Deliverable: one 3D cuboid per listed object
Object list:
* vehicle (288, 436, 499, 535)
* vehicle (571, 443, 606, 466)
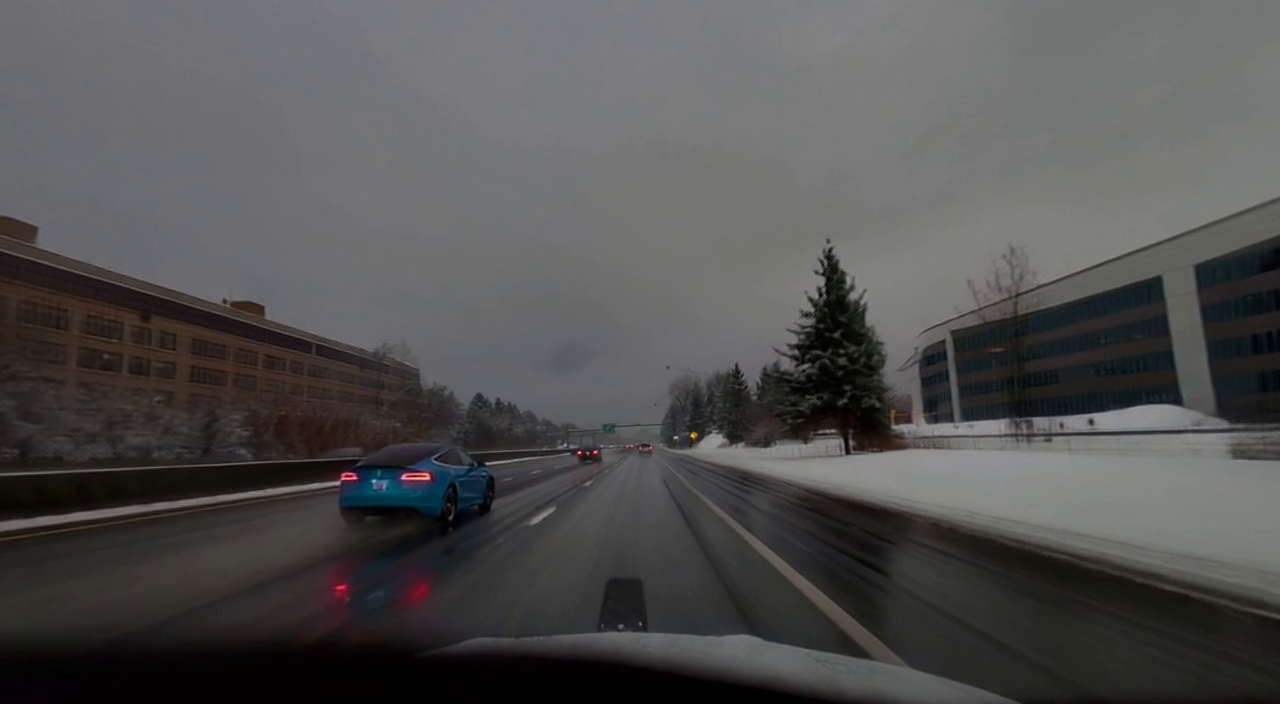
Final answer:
[{"bbox_3d":[-4.173,2.313,11.641,2.083,1.471,4.350,0,-8,1],"label":"vehicle"},{"bbox_3d":[-3.359,6.806,42.131,1.926,1.464,4.186,0,-8,1],"label":"vehicle"}]
